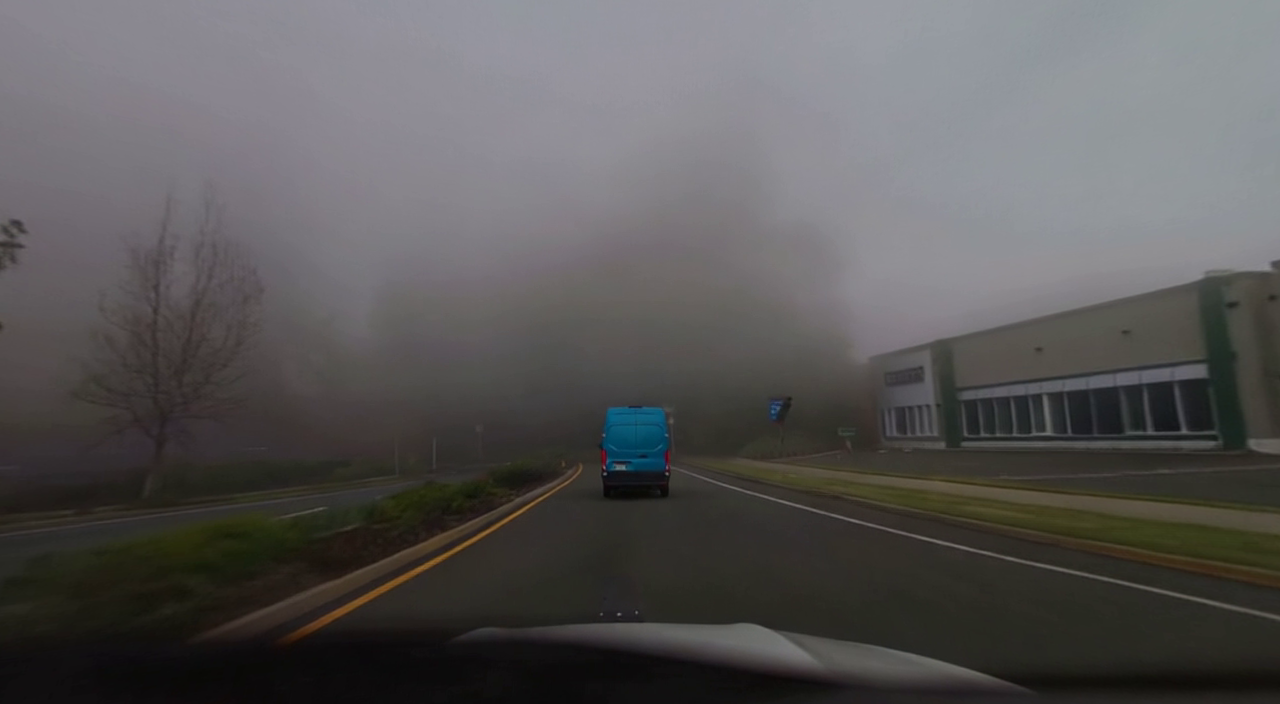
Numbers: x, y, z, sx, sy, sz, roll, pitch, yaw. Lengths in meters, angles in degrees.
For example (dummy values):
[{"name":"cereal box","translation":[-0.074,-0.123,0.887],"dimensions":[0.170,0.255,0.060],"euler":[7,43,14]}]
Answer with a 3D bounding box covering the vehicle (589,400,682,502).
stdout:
[{"name":"vehicle","translation":[-0.178,3.024,19.299],"dimensions":[2.432,2.624,5.670],"euler":[0,-9,-1]}]
